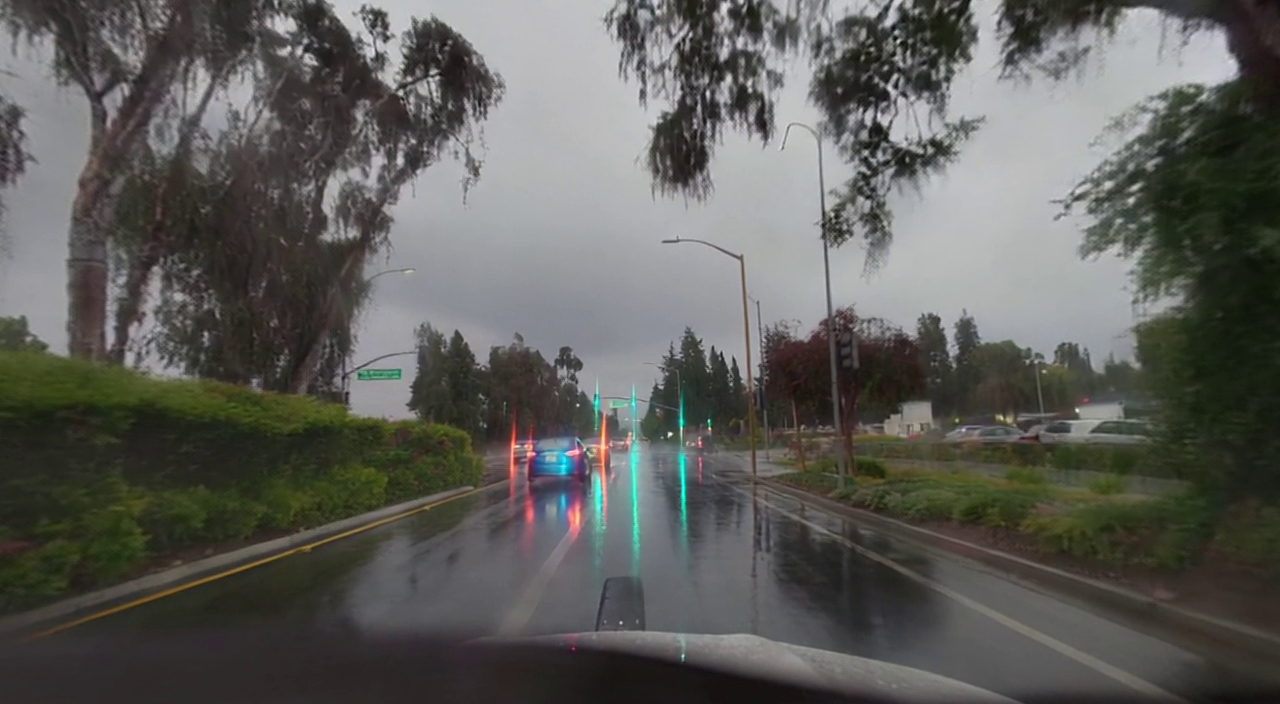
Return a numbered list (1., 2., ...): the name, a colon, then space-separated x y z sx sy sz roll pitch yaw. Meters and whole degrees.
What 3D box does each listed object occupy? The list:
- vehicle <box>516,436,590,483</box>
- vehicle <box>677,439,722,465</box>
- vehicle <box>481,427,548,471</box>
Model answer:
1. vehicle: -2.963 3.781 22.447 1.979 1.492 3.930 0 -9 1
2. vehicle: 3.610 5.945 37.689 1.945 1.410 4.284 -2 -9 15
3. vehicle: -6.169 4.850 31.754 2.390 2.020 5.085 0 -9 0
